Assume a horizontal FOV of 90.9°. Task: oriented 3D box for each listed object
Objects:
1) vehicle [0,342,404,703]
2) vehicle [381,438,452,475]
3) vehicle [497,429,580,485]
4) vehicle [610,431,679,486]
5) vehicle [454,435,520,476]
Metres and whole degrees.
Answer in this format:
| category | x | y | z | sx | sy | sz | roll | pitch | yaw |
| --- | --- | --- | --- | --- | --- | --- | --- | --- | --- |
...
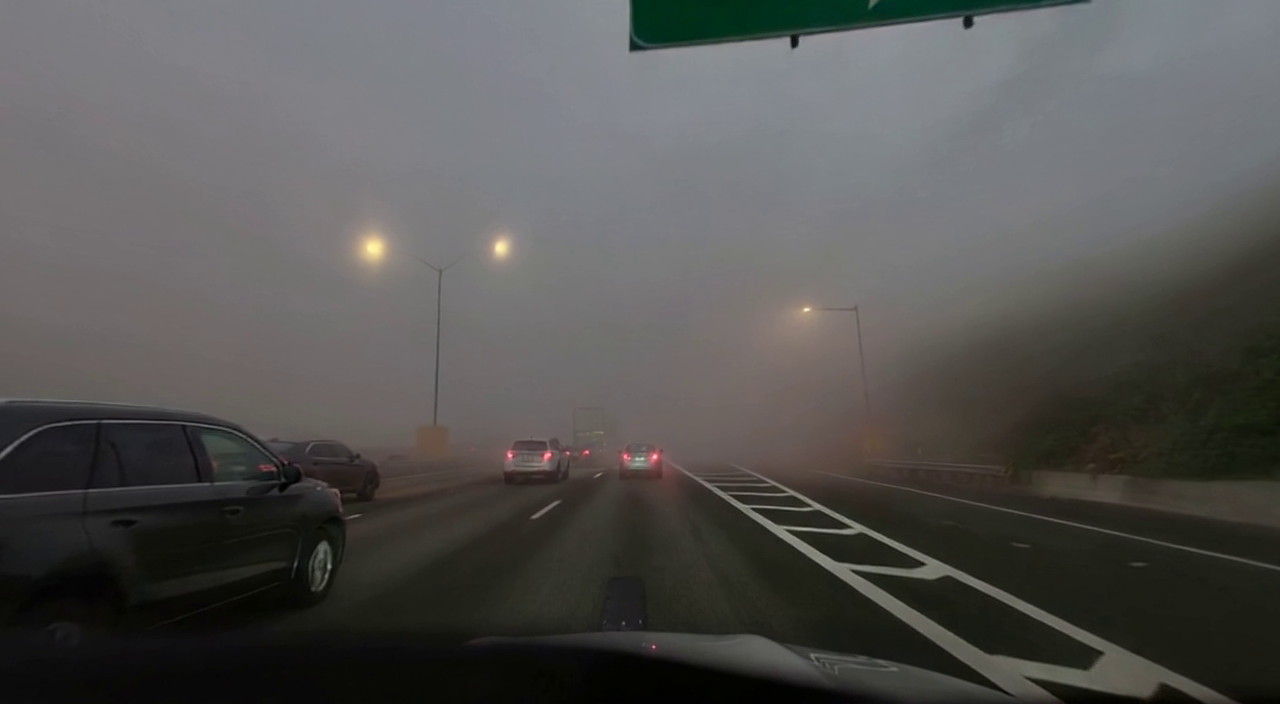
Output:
| category | x | y | z | sx | sy | sz | roll | pitch | yaw |
| --- | --- | --- | --- | --- | --- | --- | --- | --- | --- |
| vehicle | -3.483 | 1.079 | 4.061 | 2.209 | 1.711 | 4.296 | 0 | -8 | 1 |
| vehicle | -10.921 | 5.136 | 31.119 | 1.894 | 1.669 | 4.251 | 0 | -8 | 0 |
| vehicle | -3.513 | 3.755 | 22.800 | 2.125 | 1.792 | 4.466 | 0 | -8 | 2 |
| vehicle | 0.147 | 3.649 | 21.956 | 2.180 | 1.716 | 3.920 | 0 | -8 | 0 |
| vehicle | -7.025 | 4.809 | 29.485 | 1.998 | 1.770 | 4.222 | 0 | -8 | 0 |
